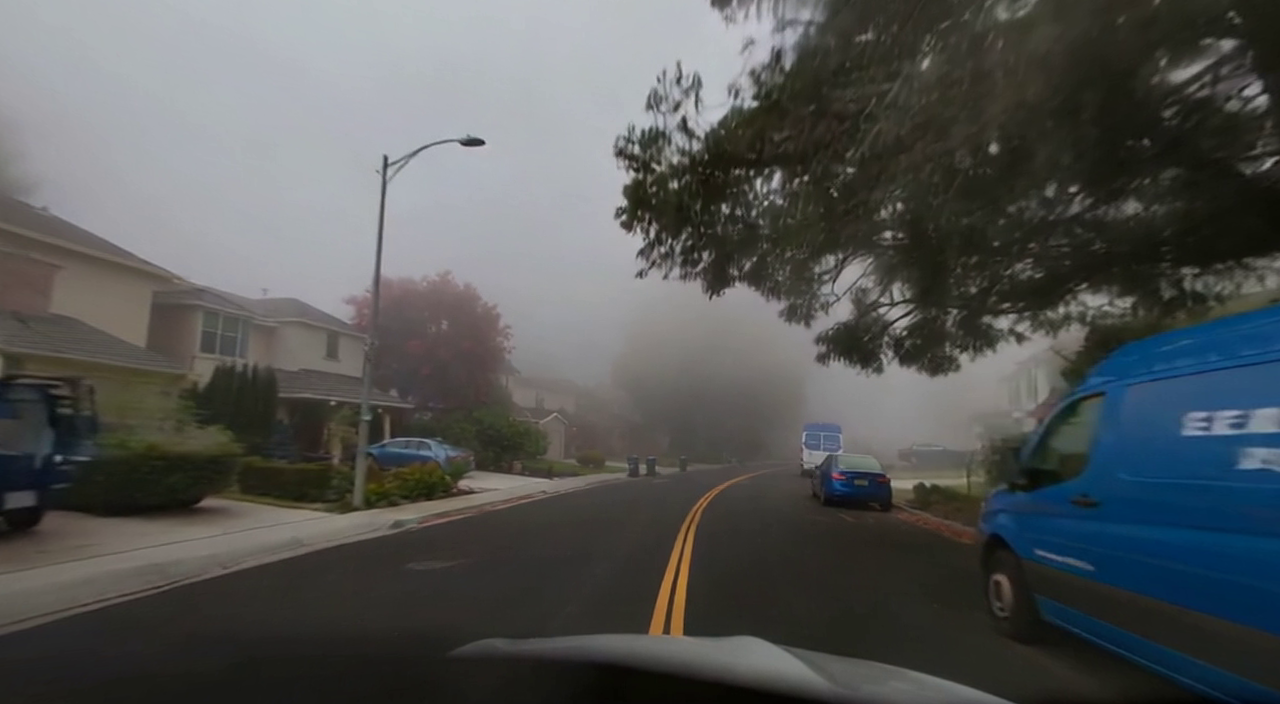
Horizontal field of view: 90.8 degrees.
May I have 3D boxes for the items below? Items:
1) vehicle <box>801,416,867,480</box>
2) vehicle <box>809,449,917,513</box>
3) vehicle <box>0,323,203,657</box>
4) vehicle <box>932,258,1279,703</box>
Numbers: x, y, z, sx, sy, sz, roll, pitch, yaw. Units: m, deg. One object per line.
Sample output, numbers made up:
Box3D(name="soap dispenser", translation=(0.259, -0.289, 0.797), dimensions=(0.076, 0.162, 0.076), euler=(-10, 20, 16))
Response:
Box3D(name="vehicle", translation=(9.500, 4.648, 30.700), dimensions=(2.684, 2.712, 6.197), euler=(-3, -9, 19))
Box3D(name="vehicle", translation=(5.497, 3.180, 16.147), dimensions=(1.835, 1.349, 4.285), euler=(-1, -9, 9))
Box3D(name="vehicle", translation=(-7.209, 0.826, 4.388), dimensions=(6.291, 2.113, 2.673), euler=(2, -8, 1))
Box3D(name="vehicle", translation=(3.547, 0.633, 1.640), dimensions=(2.748, 2.031, 6.288), euler=(0, -8, 2))
